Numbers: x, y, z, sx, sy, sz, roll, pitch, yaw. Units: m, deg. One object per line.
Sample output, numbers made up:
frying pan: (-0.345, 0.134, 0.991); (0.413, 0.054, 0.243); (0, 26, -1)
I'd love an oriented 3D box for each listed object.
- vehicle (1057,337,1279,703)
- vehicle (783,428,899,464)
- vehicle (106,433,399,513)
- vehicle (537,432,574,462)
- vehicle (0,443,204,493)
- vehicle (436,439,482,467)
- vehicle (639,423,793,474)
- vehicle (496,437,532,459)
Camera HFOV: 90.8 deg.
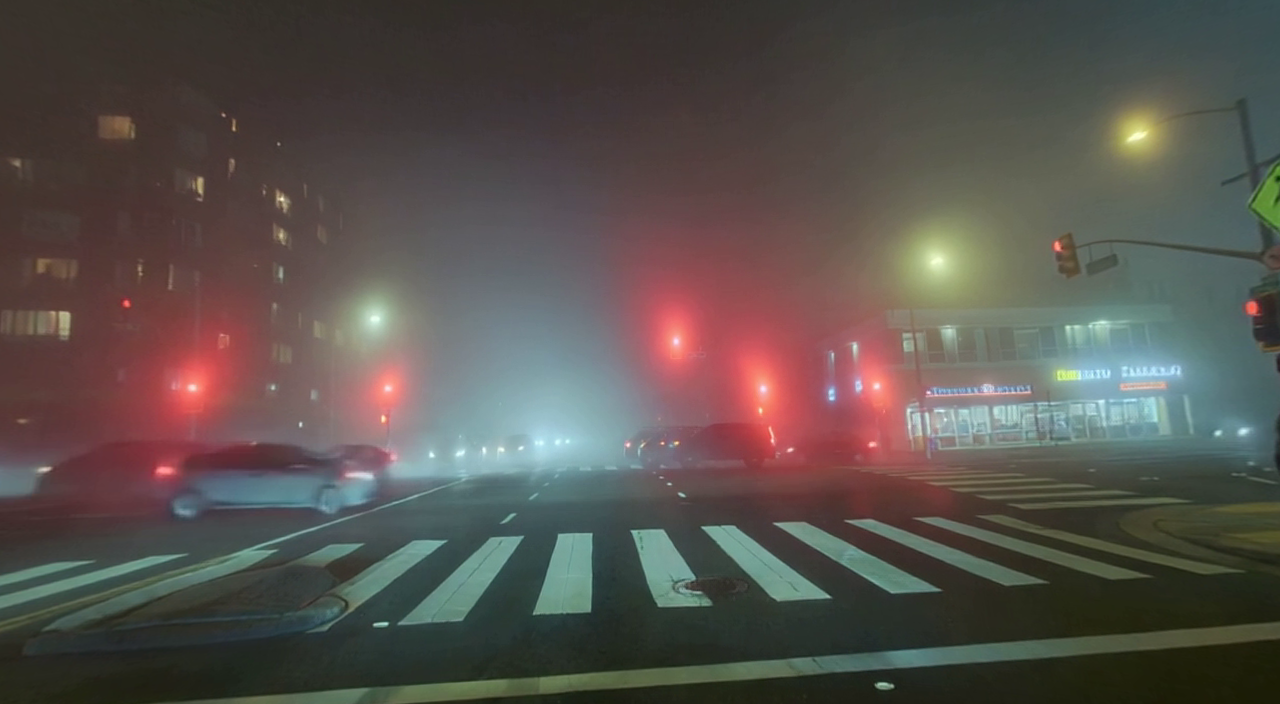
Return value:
vehicle: (3.025, 0.609, 0.870); (1.866, 1.654, 4.354); (0, -8, -1)
vehicle: (8.695, 4.081, 27.479); (4.475, 1.458, 1.681); (1, -9, -8)
vehicle: (-7.745, 2.450, 13.125); (4.758, 1.480, 1.849); (1, -8, -8)
vehicle: (-5.100, 5.802, 38.633); (1.976, 1.683, 4.117); (0, -8, -4)
vehicle: (-17.113, 3.680, 20.344); (4.643, 1.476, 1.820); (1, -9, -8)
vehicle: (-10.893, 6.094, 38.249); (1.885, 1.545, 4.124); (1, -8, -6)
vehicle: (2.380, 3.110, 20.497); (4.612, 1.521, 1.811); (1, -9, -9)
vehicle: (-8.624, 6.624, 43.529); (1.906, 1.402, 4.904); (0, -8, -5)
